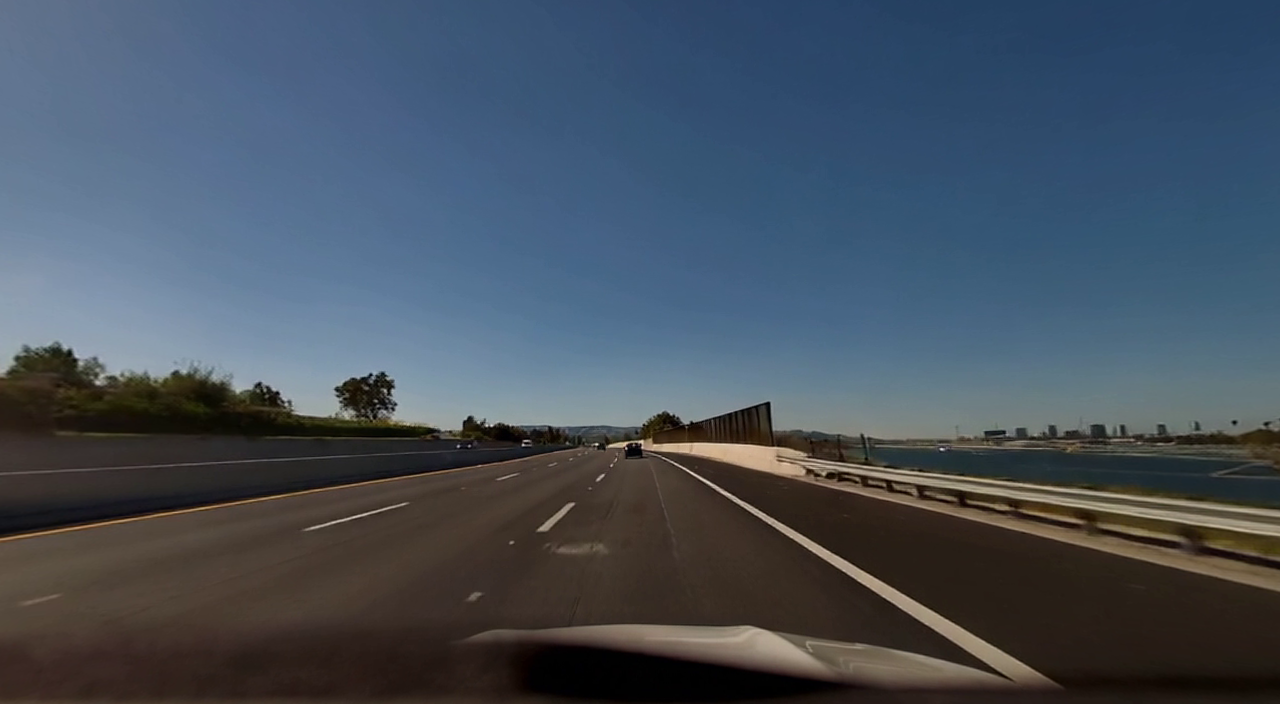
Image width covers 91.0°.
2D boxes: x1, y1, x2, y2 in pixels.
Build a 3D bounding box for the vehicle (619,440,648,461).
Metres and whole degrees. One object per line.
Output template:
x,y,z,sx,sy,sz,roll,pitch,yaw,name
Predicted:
-0.487,7.530,48.134,2.083,1.524,4.251,0,-8,0,vehicle
